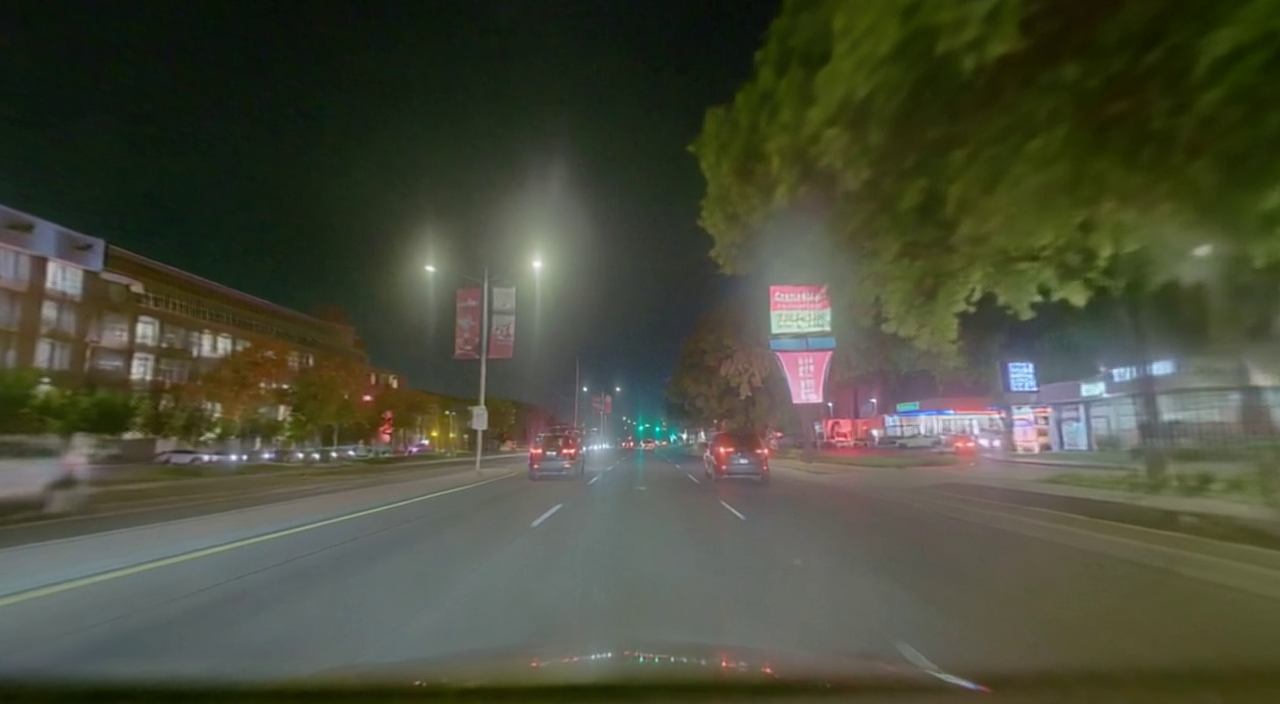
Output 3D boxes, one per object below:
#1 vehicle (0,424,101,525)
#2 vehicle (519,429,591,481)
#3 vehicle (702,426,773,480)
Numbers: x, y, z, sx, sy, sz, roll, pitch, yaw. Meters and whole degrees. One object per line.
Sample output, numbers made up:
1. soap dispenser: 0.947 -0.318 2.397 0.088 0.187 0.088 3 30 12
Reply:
1. vehicle: -12.169 2.091 10.644 2.023 1.729 4.478 0 -8 0
2. vehicle: -3.099 3.881 23.844 2.014 1.775 4.404 0 -8 1
3. vehicle: 3.743 3.973 24.973 2.024 1.921 4.431 0 -8 -1
